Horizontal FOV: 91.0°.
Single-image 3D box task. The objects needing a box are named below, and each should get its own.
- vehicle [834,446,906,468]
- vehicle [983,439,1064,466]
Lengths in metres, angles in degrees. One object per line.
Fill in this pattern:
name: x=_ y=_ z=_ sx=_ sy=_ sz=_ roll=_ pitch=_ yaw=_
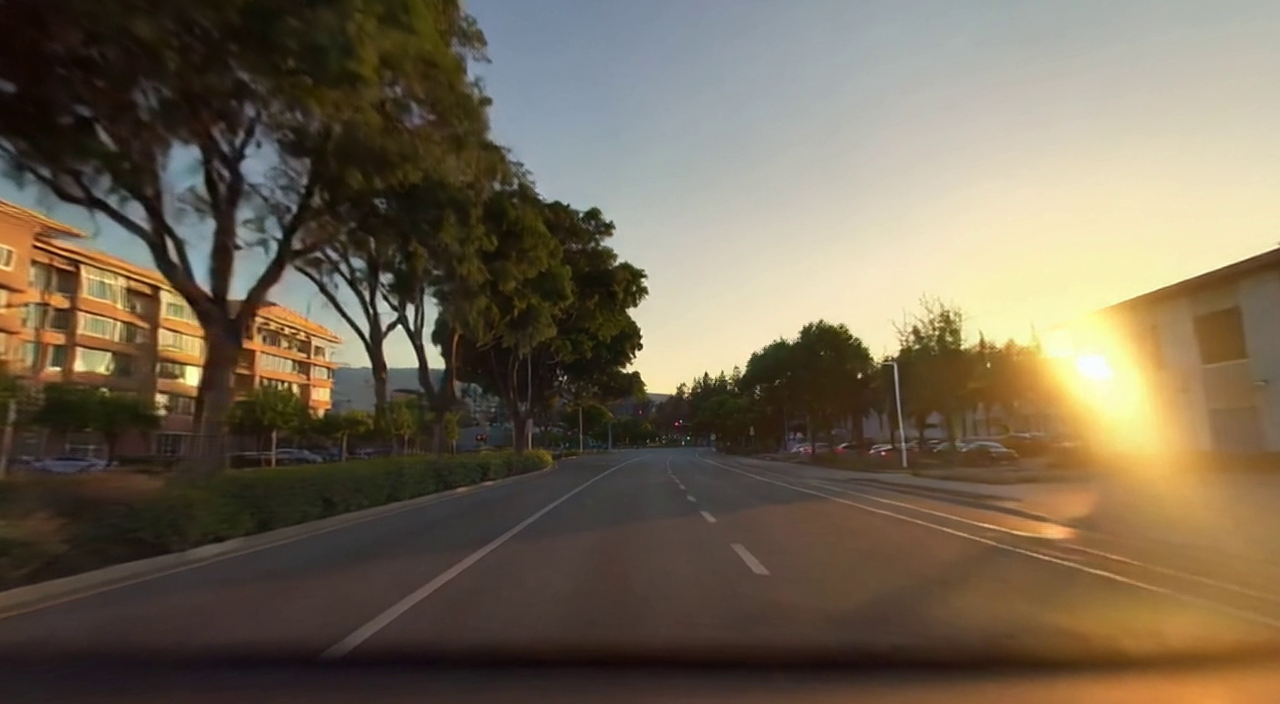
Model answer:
vehicle: x=16.196 y=7.386 z=44.484 sx=4.331 sy=1.469 sz=2.008 roll=-1 pitch=-9 yaw=4
vehicle: x=28.491 y=7.487 z=46.824 sx=4.627 sy=1.659 sz=1.882 roll=-4 pitch=-7 yaw=3
